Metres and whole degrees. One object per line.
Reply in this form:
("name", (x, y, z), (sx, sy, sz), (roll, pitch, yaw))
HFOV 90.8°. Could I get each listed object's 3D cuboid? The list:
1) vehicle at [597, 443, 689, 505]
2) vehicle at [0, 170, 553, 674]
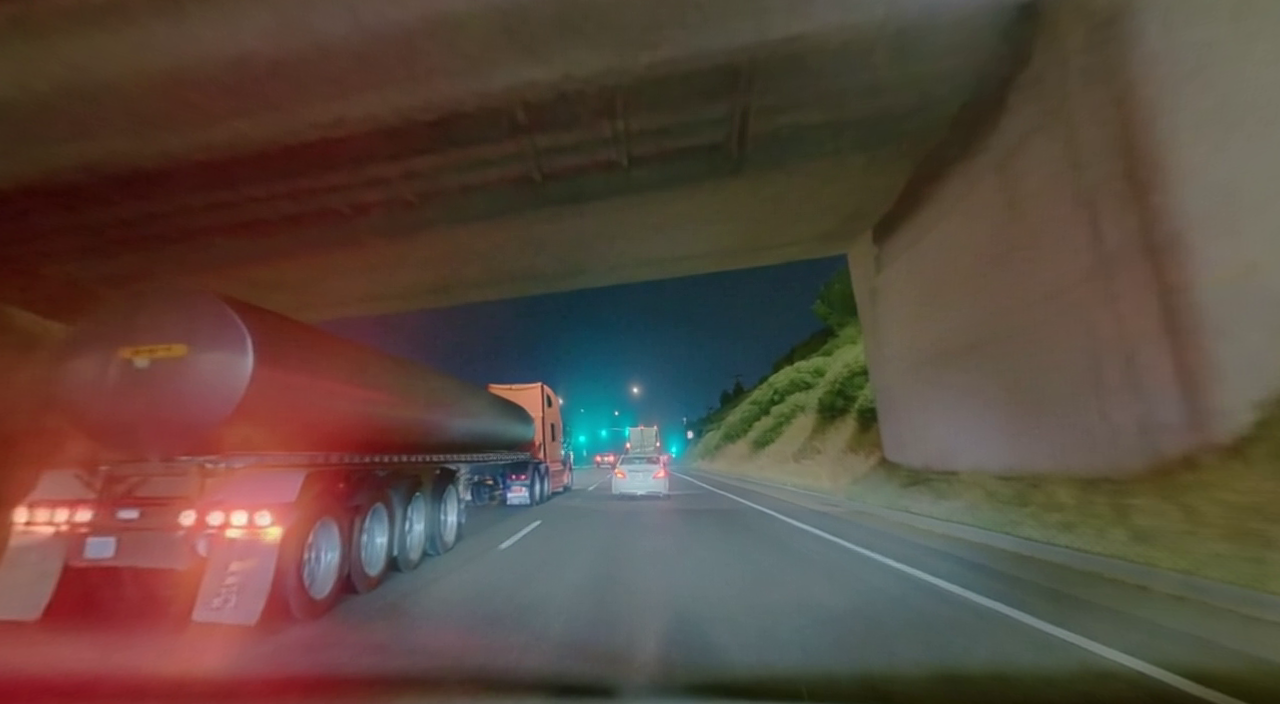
("vehicle", (0.064, 3.287, 17.476), (2.215, 1.481, 4.246), (0, -9, 0))
("vehicle", (-4.035, 1.476, 11.738), (2.896, 3.563, 14.643), (0, -8, 0))
